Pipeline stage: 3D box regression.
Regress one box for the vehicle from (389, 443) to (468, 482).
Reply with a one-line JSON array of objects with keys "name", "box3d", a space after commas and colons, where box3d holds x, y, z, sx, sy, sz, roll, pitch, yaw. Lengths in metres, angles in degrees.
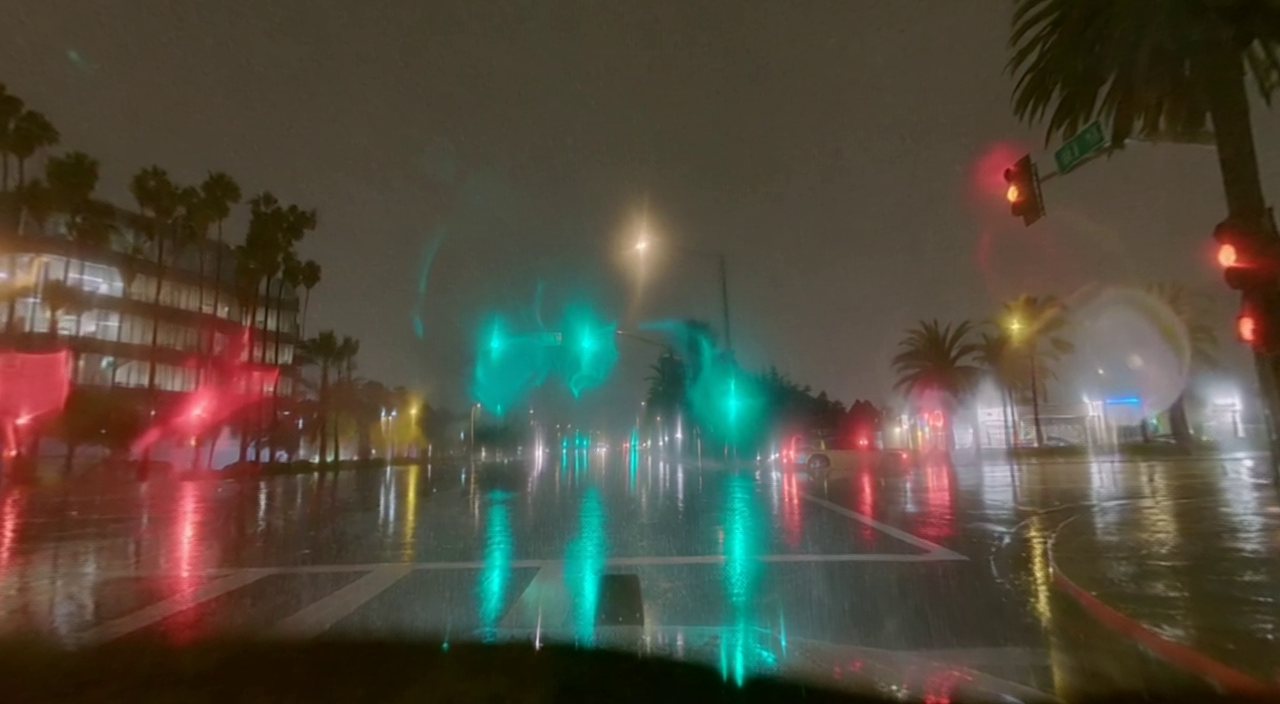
[{"name": "vehicle", "box3d": [-10.732, 5.606, 32.361, 2.270, 1.833, 4.860, 0, -9, 1]}]
